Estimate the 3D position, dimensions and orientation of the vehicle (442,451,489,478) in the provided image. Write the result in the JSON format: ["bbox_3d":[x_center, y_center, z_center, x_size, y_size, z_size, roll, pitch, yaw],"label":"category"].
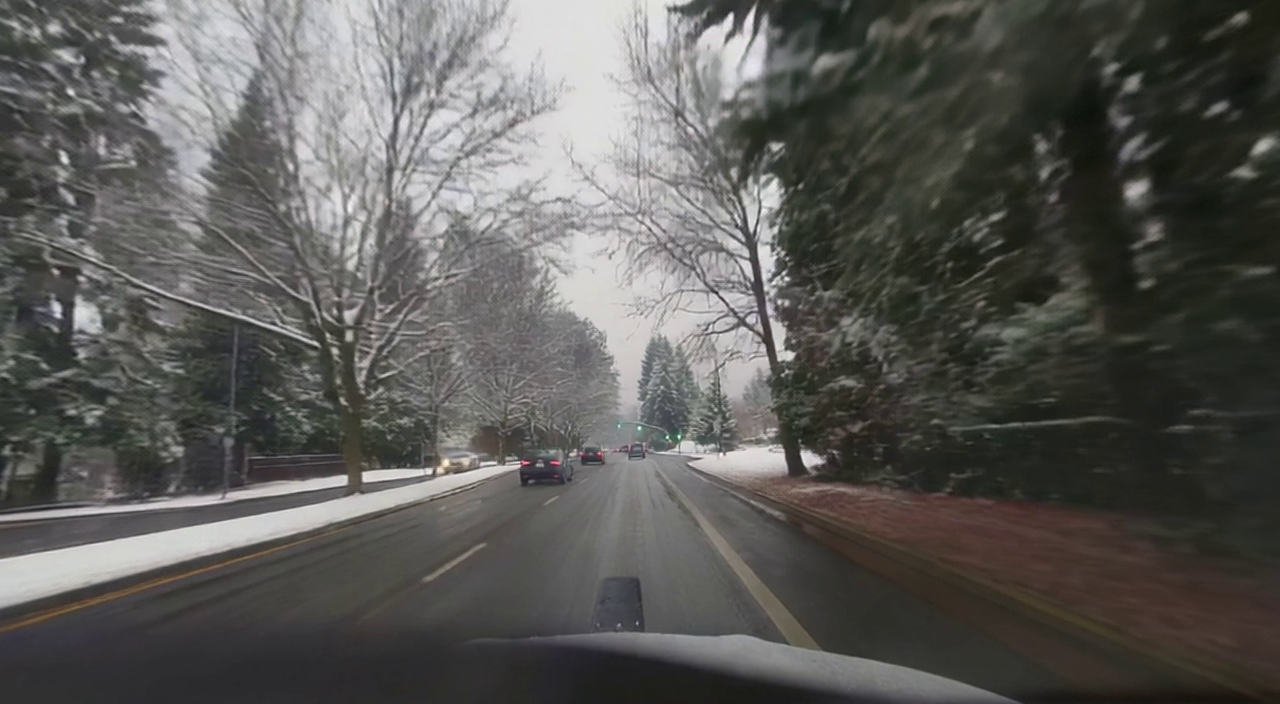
[{"bbox_3d":[-11.917,7.684,43.393,1.988,1.660,4.317,0,-8,0],"label":"vehicle"}]

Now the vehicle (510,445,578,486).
[{"bbox_3d":[-3.592,4.297,24.331,1.932,1.431,4.144,0,-8,1],"label":"vehicle"}]
